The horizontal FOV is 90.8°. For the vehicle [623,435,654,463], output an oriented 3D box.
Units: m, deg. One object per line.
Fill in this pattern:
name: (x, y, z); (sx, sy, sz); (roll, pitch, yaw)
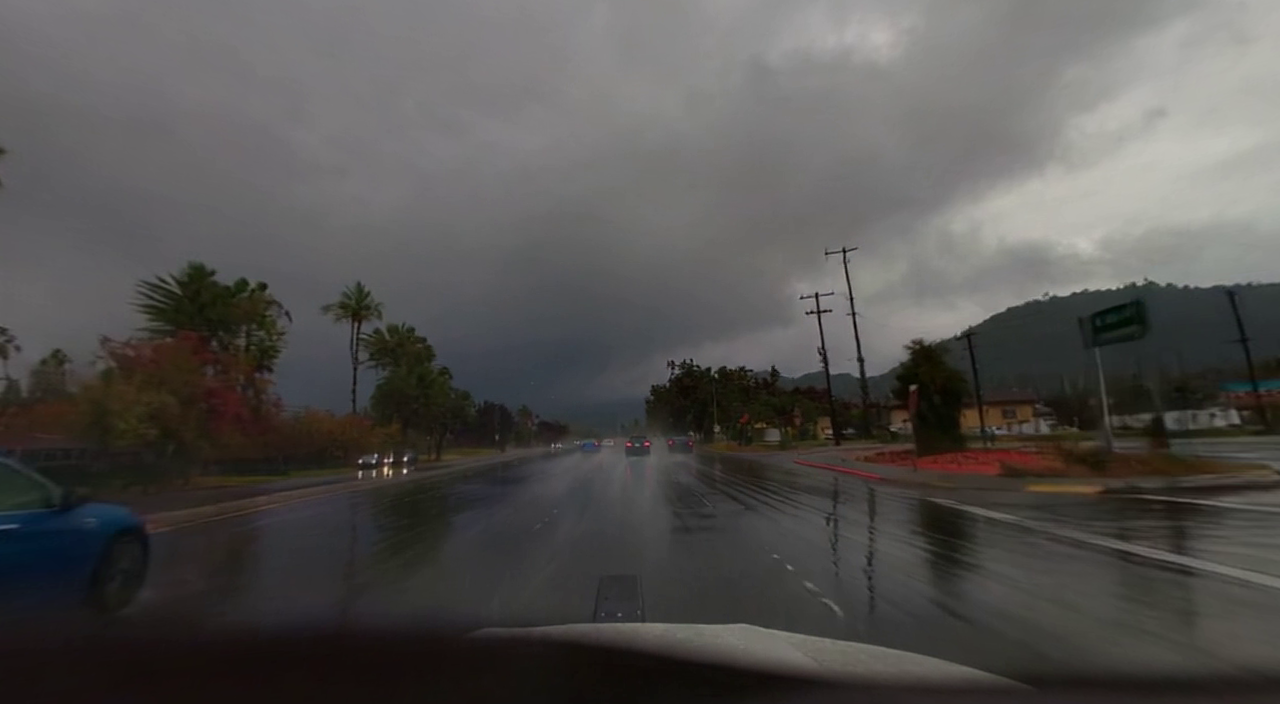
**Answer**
vehicle: (-0.161, 6.610, 43.146); (2.043, 1.734, 4.253); (0, -8, -1)

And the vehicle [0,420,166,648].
vehicle: (-4.964, 1.051, 3.231); (1.844, 1.451, 4.543); (1, -8, -5)

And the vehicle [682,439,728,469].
vehicle: (3.341, 5.320, 33.115); (1.830, 1.451, 4.009); (0, -8, -2)

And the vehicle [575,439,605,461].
vehicle: (-3.729, 7.319, 47.381); (2.000, 1.569, 3.794); (0, -8, -1)
